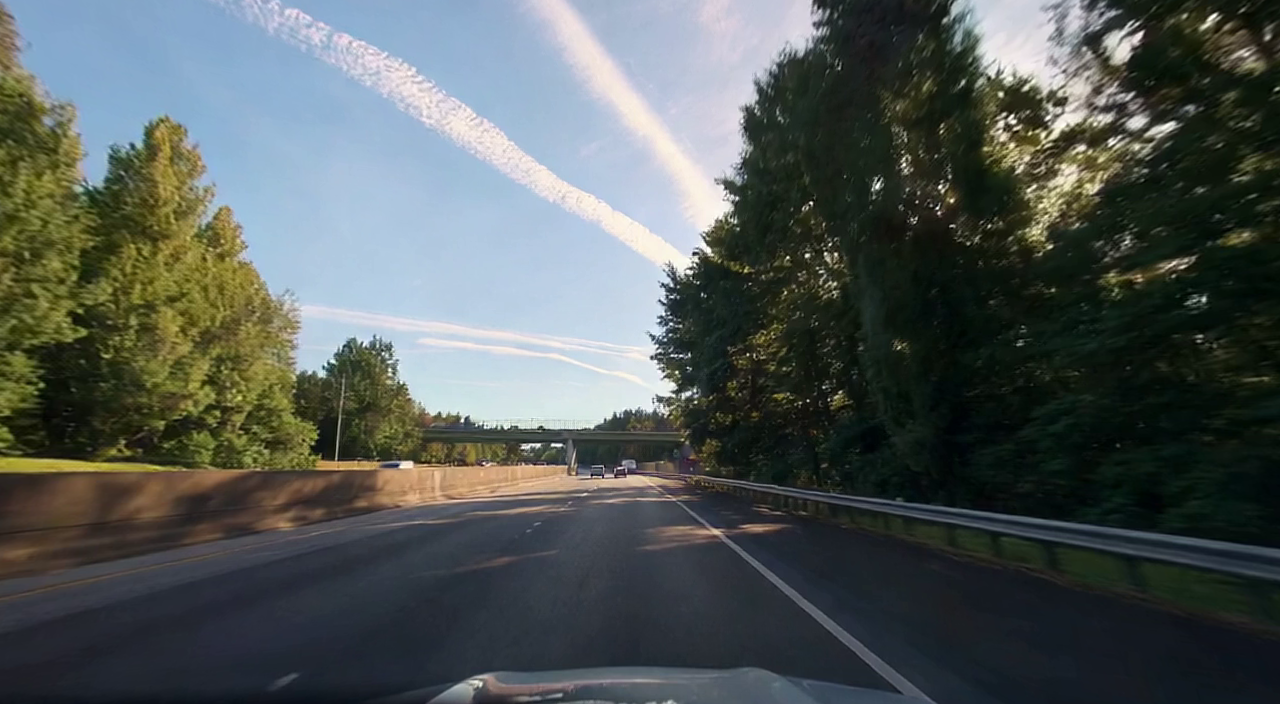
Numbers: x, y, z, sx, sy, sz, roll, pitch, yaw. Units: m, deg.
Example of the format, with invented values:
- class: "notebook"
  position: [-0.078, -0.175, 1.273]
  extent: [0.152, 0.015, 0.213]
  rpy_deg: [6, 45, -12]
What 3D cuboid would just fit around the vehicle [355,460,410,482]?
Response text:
- class: "vehicle"
  position: [-18.497, 8.570, 45.464]
  extent: [2.080, 1.488, 4.621]
  rpy_deg: [1, -11, -1]
